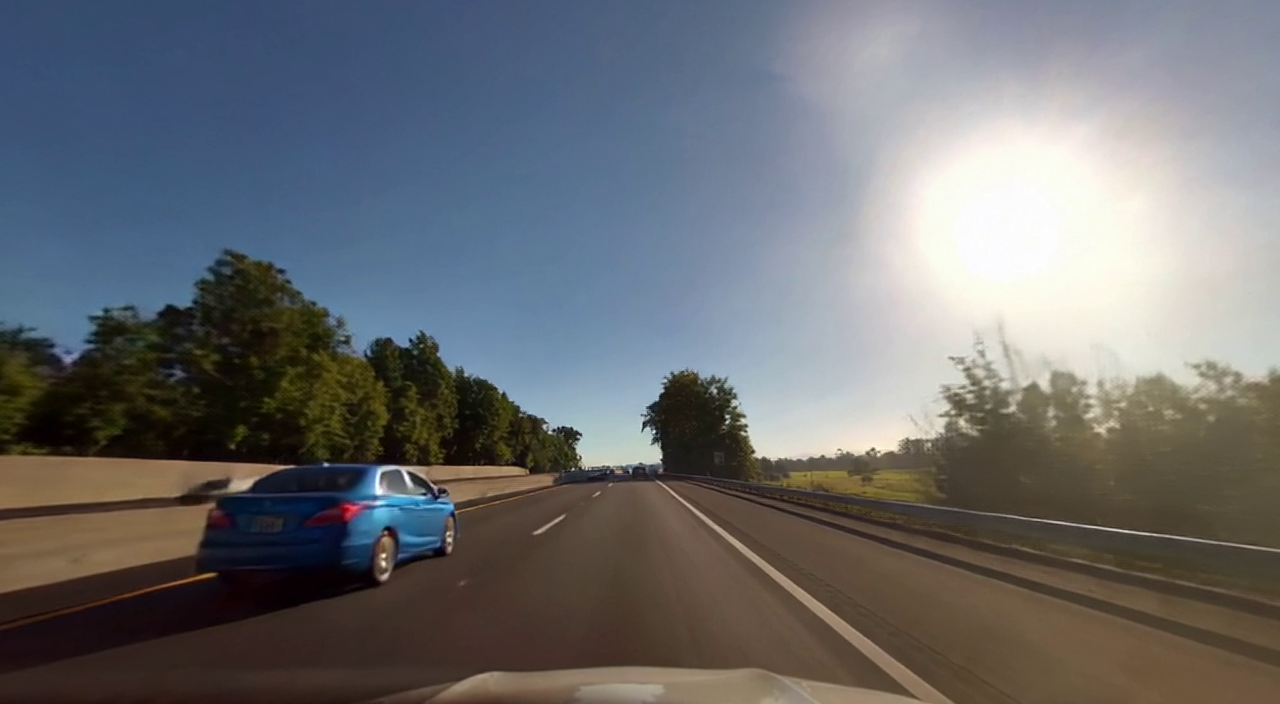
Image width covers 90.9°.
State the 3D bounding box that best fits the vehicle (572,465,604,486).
[{"bbox_3d":[-4.044,9.717,49.646,2.109,1.532,4.234,1,-11,0],"label":"vehicle"}]

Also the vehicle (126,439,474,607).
[{"bbox_3d":[-3.758,2.009,8.113,2.047,1.523,4.279,1,-11,0],"label":"vehicle"}]
